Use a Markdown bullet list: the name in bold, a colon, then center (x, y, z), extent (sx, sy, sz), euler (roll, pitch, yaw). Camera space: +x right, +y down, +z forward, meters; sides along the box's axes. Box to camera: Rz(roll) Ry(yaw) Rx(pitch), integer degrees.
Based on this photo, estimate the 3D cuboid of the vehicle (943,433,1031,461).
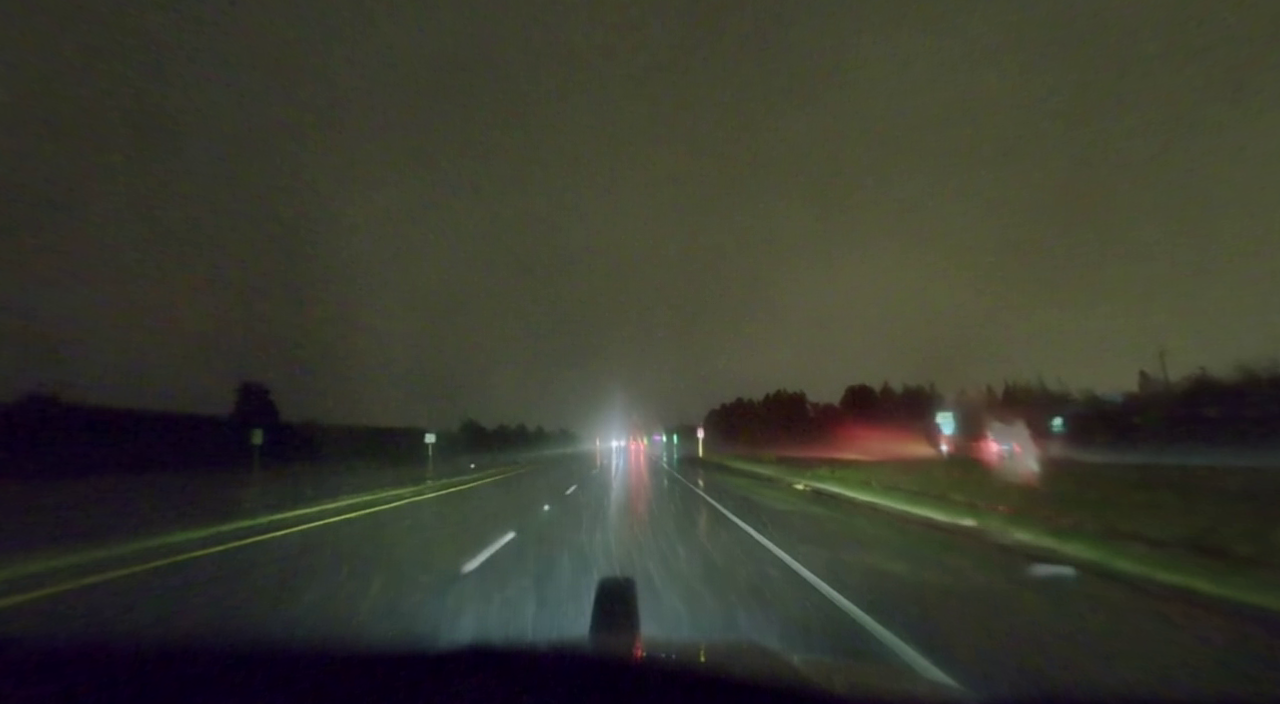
- **vehicle**: center (25.737, 7.078, 46.883), extent (2.328, 1.916, 5.227), euler (4, -9, -26)
